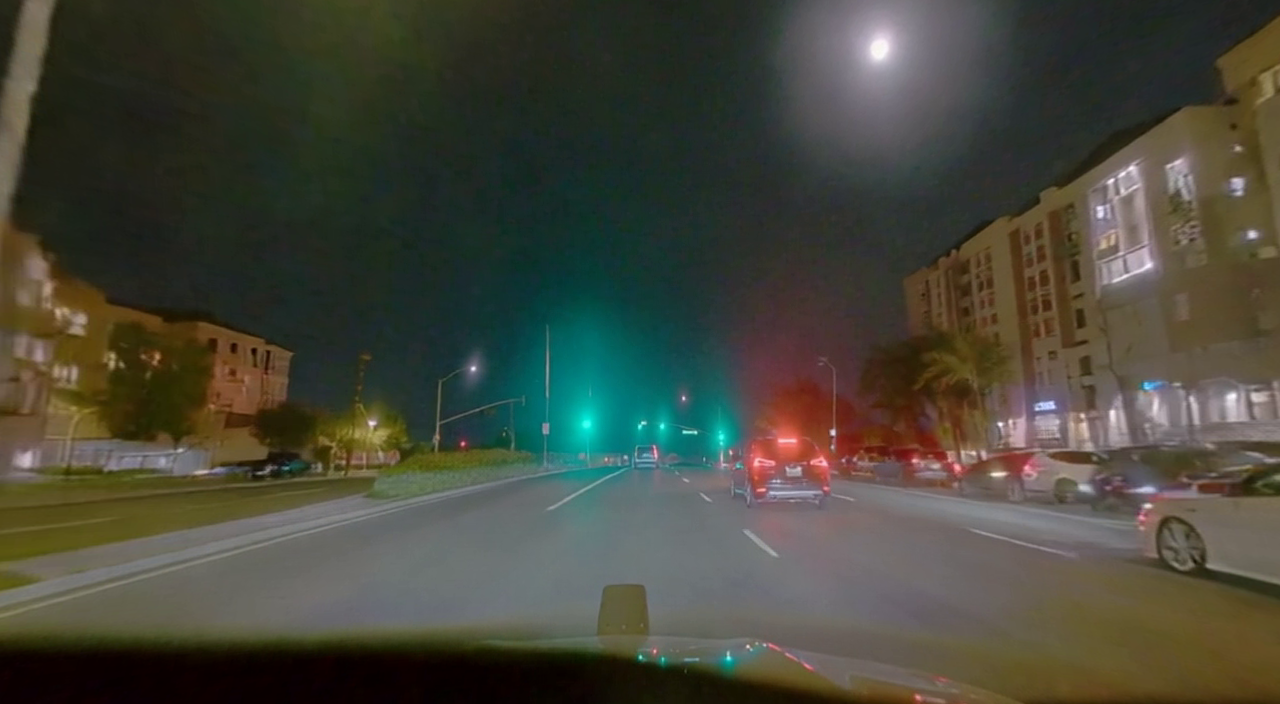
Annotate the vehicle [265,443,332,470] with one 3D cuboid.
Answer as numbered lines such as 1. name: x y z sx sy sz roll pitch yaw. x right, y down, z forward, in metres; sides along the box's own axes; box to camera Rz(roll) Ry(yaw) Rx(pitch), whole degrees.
1. vehicle: -25.509 7.829 47.293 2.070 1.856 5.069 1 -8 0

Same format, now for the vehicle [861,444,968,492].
1. vehicle: 10.253 4.352 24.054 1.916 1.548 4.799 2 -9 -1

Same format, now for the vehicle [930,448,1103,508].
1. vehicle: 10.245 3.434 17.695 1.891 1.428 4.680 0 -9 -1

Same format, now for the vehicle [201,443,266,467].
1. vehicle: -30.581 7.755 47.618 1.898 1.692 4.455 0 -9 0

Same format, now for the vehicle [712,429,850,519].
1. vehicle: 2.852 2.580 13.830 2.009 1.639 4.267 0 -9 0

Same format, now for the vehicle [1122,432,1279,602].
1. vehicle: 6.532 1.357 4.956 1.890 1.471 4.566 0 -9 1

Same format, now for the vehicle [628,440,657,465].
1. vehicle: 0.216 7.489 47.078 2.087 1.709 4.076 0 -9 1
